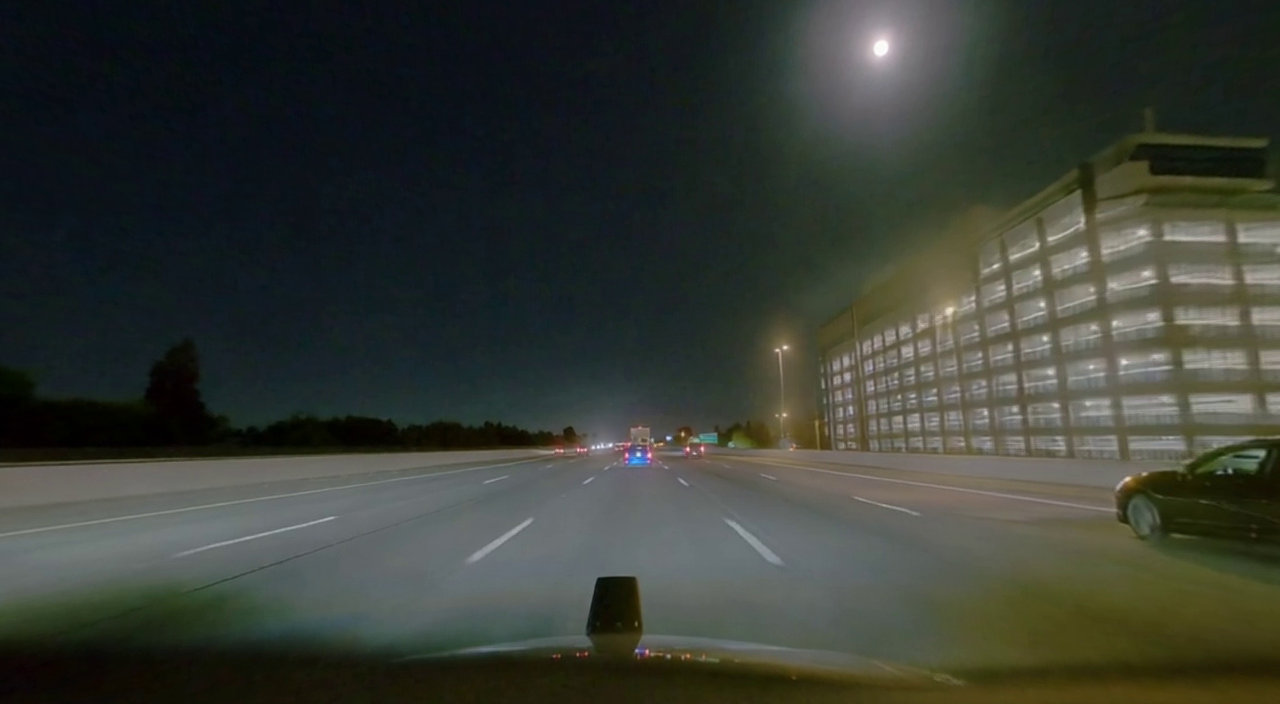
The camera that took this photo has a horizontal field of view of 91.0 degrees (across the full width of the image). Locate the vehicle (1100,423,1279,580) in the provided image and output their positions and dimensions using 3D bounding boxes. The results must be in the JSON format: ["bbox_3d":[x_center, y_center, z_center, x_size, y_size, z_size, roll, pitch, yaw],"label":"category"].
[{"bbox_3d":[7.151,1.426,5.970,1.937,1.498,4.710,0,-8,-1],"label":"vehicle"}]

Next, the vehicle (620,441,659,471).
[{"bbox_3d":[-0.028,5.660,34.426,2.036,1.542,3.891,0,-8,0],"label":"vehicle"}]
